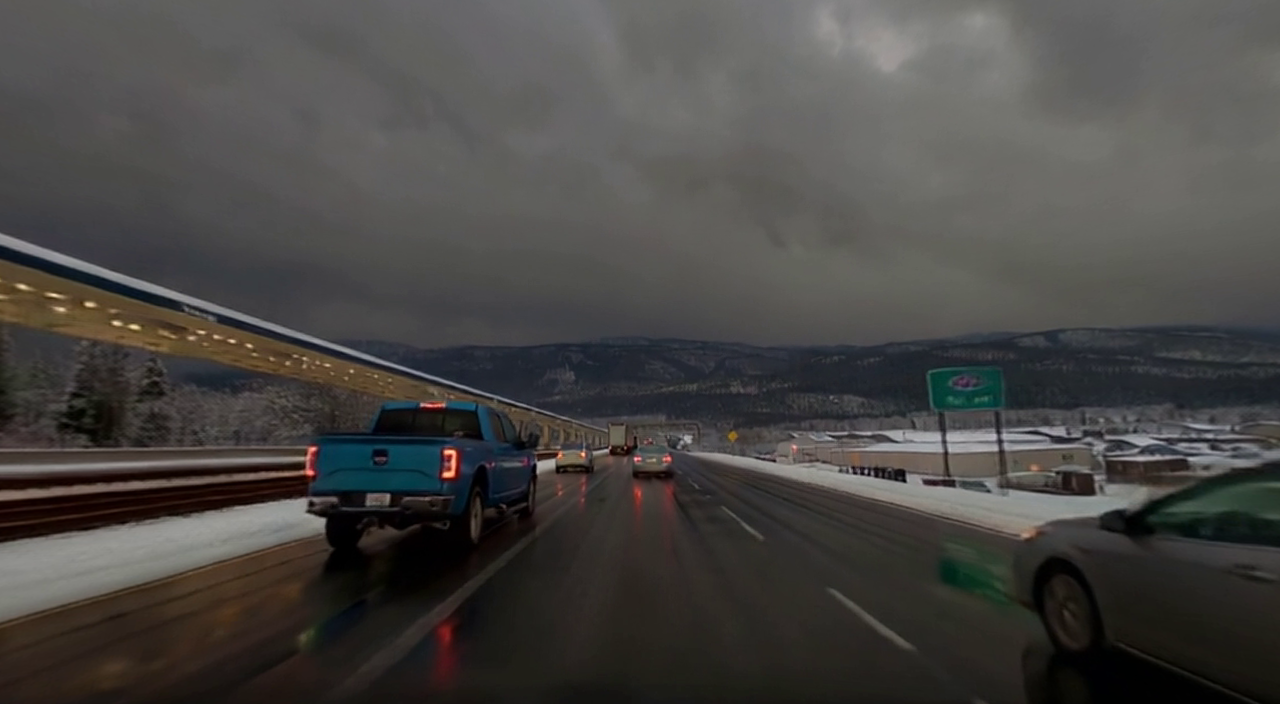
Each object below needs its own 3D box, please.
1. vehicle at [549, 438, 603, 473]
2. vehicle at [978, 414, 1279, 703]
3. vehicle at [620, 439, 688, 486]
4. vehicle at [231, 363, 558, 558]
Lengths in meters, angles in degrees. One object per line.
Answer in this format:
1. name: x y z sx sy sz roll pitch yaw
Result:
1. vehicle: -3.167 5.239 32.186 2.151 1.613 4.786 0 -8 1
2. vehicle: 3.644 1.009 2.462 2.023 1.510 4.773 0 -8 0
3. vehicle: 0.452 3.851 22.299 2.171 1.493 4.081 0 -8 0
4. vehicle: -3.282 1.740 10.760 2.733 2.230 6.820 0 -8 1
